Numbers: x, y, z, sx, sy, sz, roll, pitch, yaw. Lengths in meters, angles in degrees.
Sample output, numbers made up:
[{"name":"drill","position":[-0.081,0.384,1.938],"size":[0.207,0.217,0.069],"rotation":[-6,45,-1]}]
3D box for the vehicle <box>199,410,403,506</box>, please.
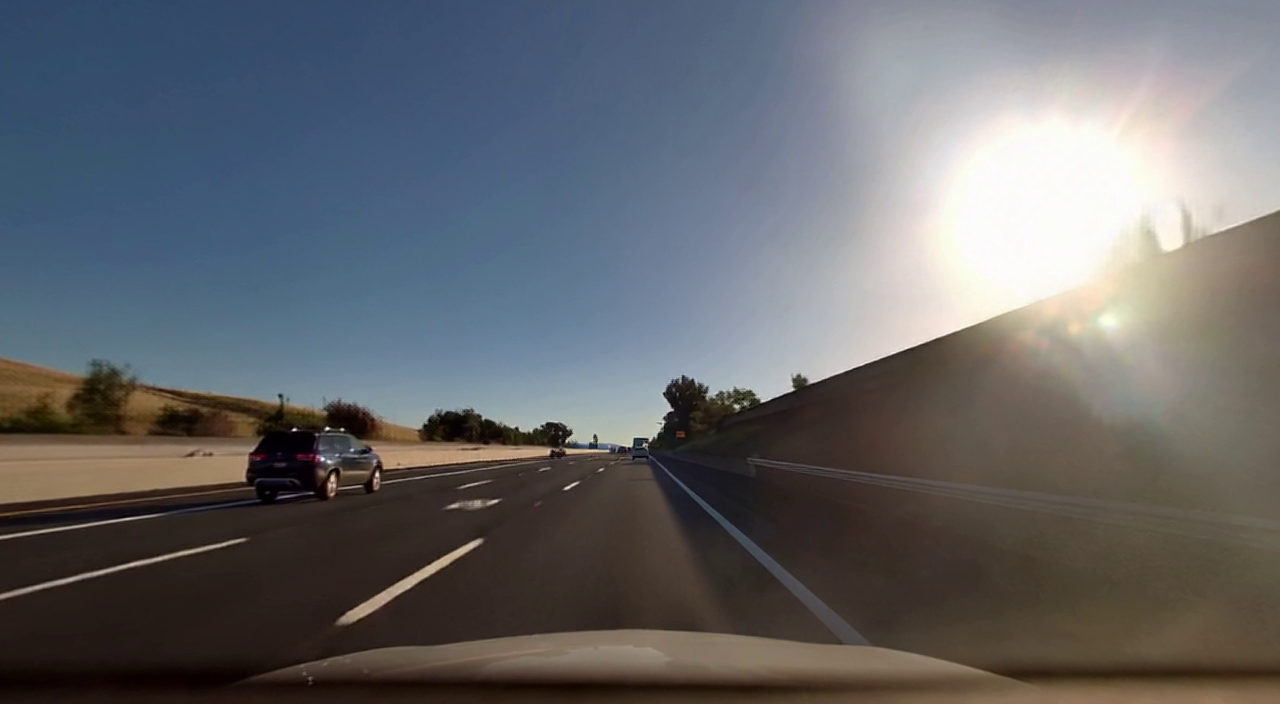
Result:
[{"name":"vehicle","position":[-7.958,2.561,15.538],"size":[2.163,1.947,4.959],"rotation":[0,-9,1]}]
